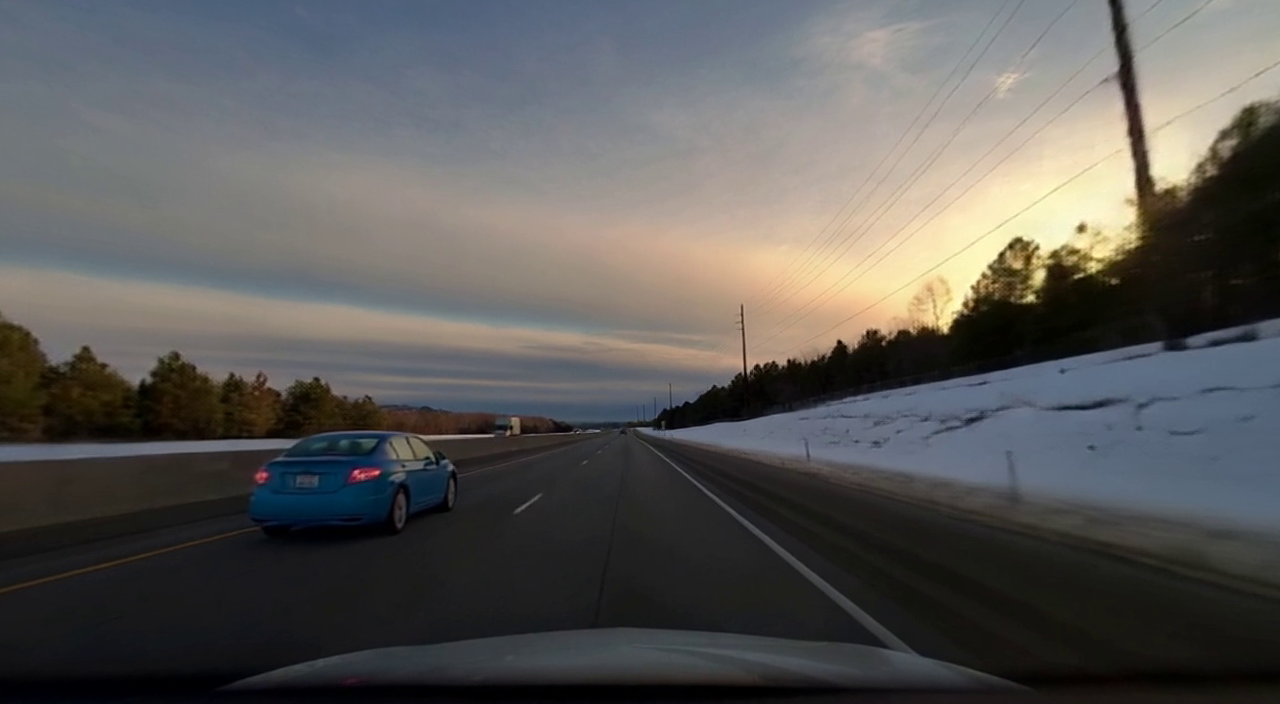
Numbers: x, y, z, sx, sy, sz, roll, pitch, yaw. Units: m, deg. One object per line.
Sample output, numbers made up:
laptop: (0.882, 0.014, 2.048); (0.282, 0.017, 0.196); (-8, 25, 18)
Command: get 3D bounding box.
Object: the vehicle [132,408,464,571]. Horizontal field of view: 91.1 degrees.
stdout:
vehicle: (-3.818, 1.580, 8.024); (1.999, 1.536, 3.969); (0, -8, 0)
